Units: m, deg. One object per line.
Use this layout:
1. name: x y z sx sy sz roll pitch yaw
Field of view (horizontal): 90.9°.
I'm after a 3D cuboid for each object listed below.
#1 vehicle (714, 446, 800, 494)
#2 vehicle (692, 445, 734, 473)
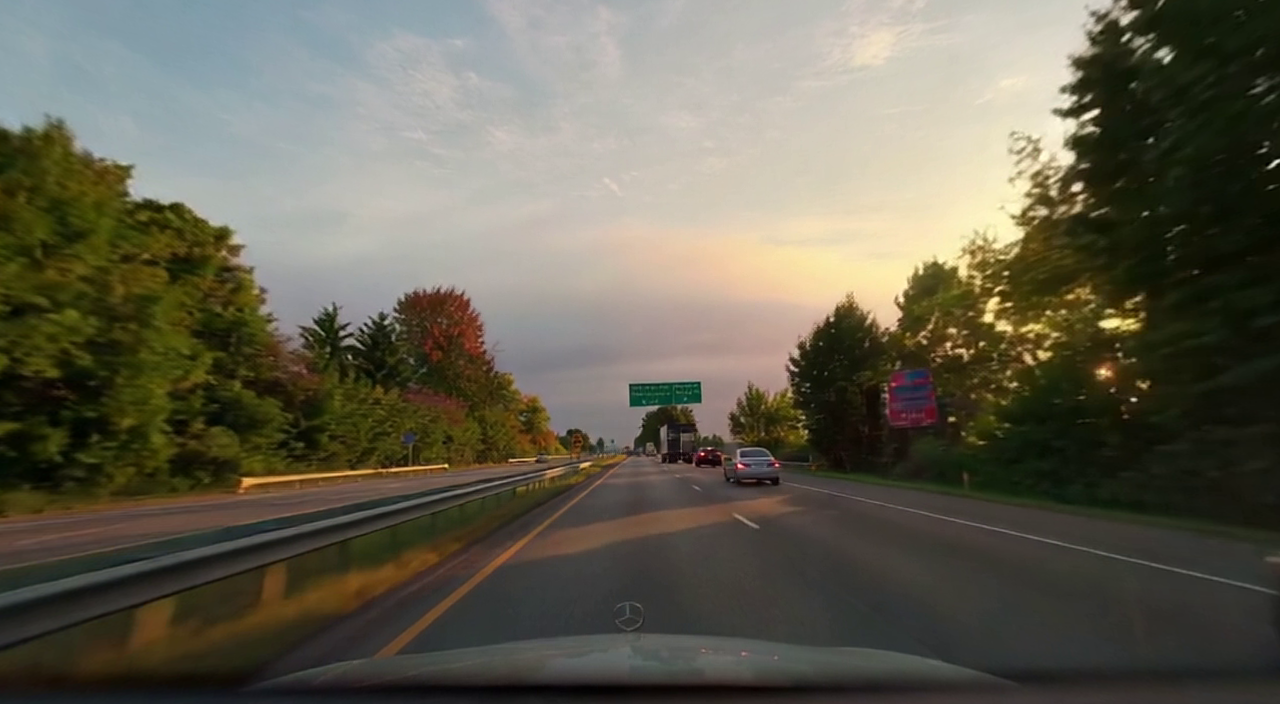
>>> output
1. vehicle: 3.961 4.076 22.177 2.031 1.491 4.883 0 -9 -1
2. vehicle: 4.736 7.022 41.468 2.118 1.688 4.715 0 -9 -1
